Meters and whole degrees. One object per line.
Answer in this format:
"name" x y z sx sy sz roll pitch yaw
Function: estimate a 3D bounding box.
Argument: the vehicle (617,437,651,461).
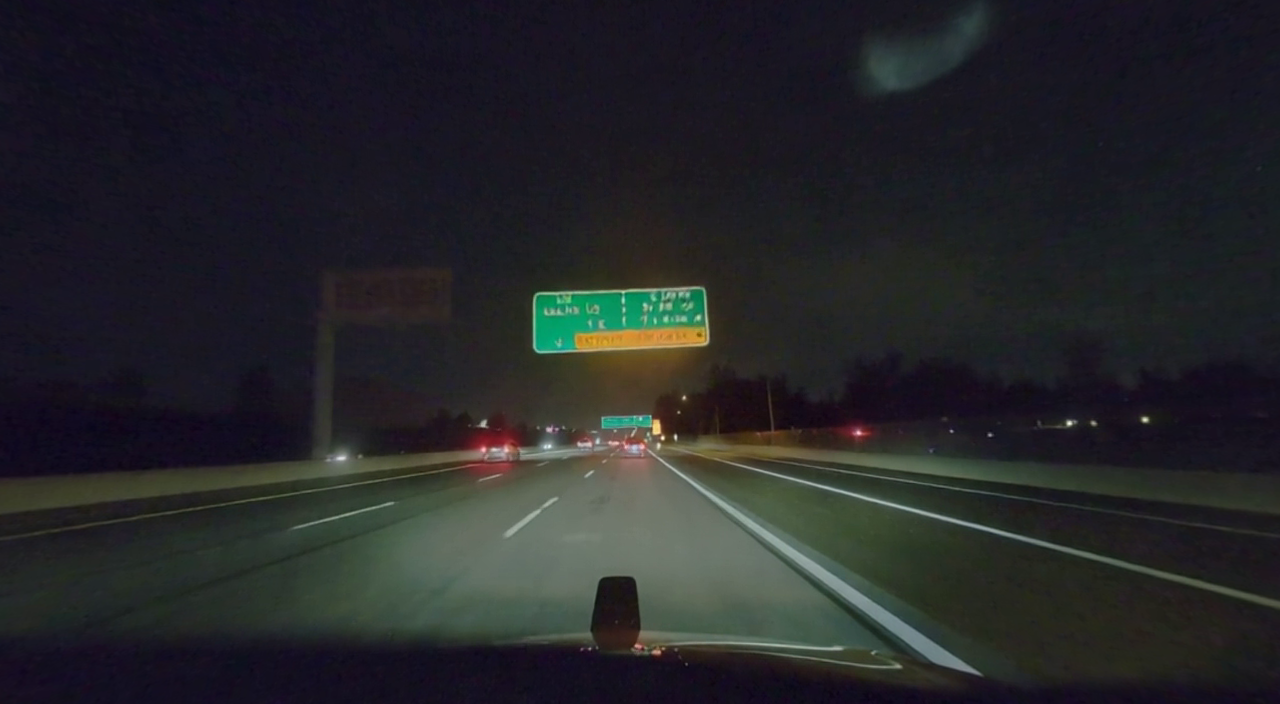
"vehicle" -0.409 6.264 40.625 2.072 1.440 3.690 0 -8 -1

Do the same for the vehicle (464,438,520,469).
"vehicle" -7.886 5.411 33.882 1.939 1.504 4.727 0 -8 -1

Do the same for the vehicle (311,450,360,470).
"vehicle" -23.164 8.193 47.998 1.813 1.419 3.956 0 -8 -1
